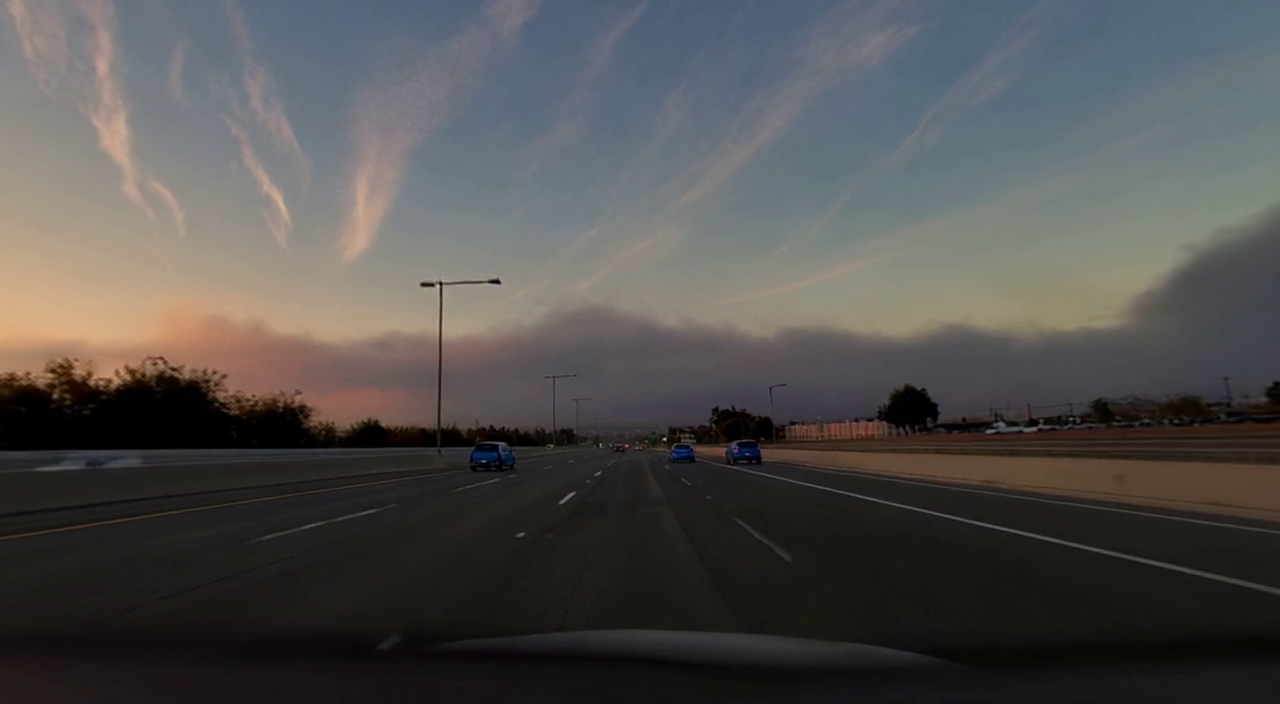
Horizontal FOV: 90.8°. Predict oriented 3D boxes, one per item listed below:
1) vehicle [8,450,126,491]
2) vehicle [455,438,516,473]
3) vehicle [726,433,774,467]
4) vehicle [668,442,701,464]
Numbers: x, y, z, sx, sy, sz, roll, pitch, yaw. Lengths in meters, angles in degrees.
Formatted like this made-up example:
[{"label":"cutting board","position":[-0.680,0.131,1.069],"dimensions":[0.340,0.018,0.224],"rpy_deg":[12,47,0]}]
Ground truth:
[{"label":"vehicle","position":[-25.752,5.316,28.590],"dimensions":[1.969,1.614,3.564],"rpy_deg":[1,-8,-1]},{"label":"vehicle","position":[-8.160,5.500,33.951],"dimensions":[2.083,1.696,5.464],"rpy_deg":[1,-8,-2]},{"label":"vehicle","position":[6.852,6.169,39.859],"dimensions":[2.065,1.953,4.605],"rpy_deg":[0,-8,-1]},{"label":"vehicle","position":[3.114,7.207,45.273],"dimensions":[2.000,1.533,3.770],"rpy_deg":[0,-8,-1]}]
